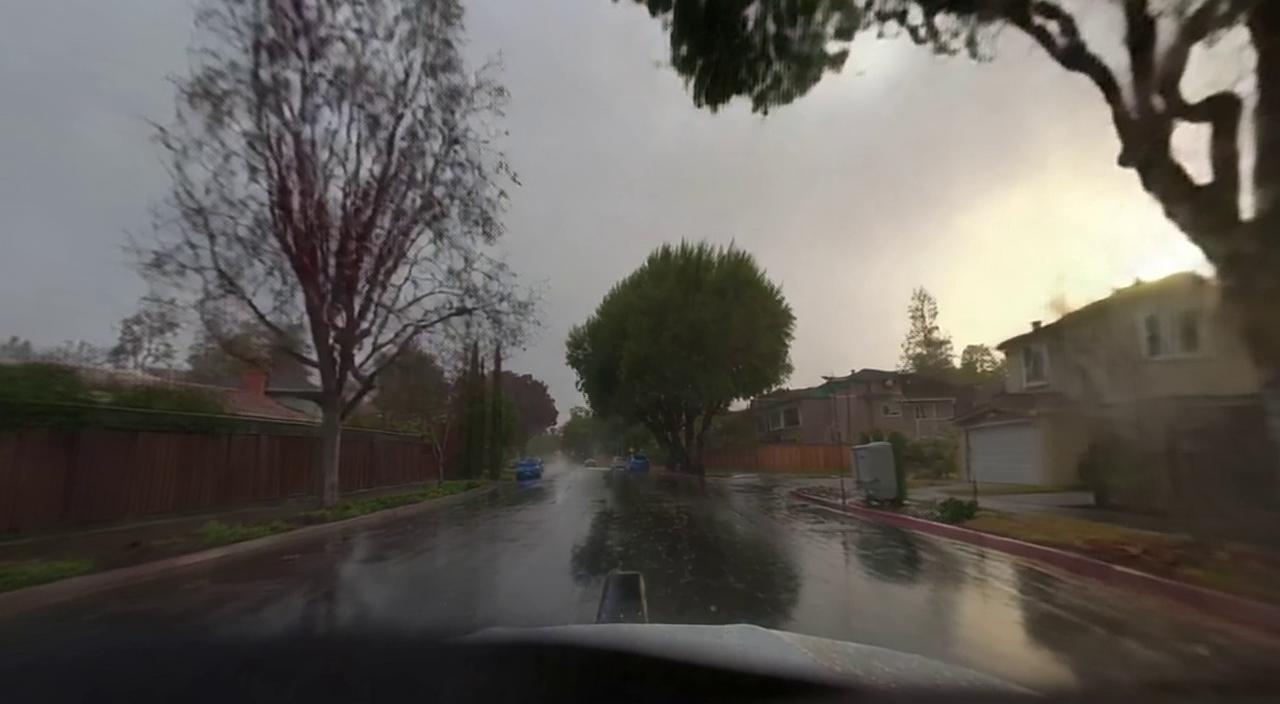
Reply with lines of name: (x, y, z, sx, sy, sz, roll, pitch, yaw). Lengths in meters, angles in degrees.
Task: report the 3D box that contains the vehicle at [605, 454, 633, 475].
vehicle: (-1.639, 8.657, 48.652, 2.064, 1.477, 3.968, 1, -9, -3)
